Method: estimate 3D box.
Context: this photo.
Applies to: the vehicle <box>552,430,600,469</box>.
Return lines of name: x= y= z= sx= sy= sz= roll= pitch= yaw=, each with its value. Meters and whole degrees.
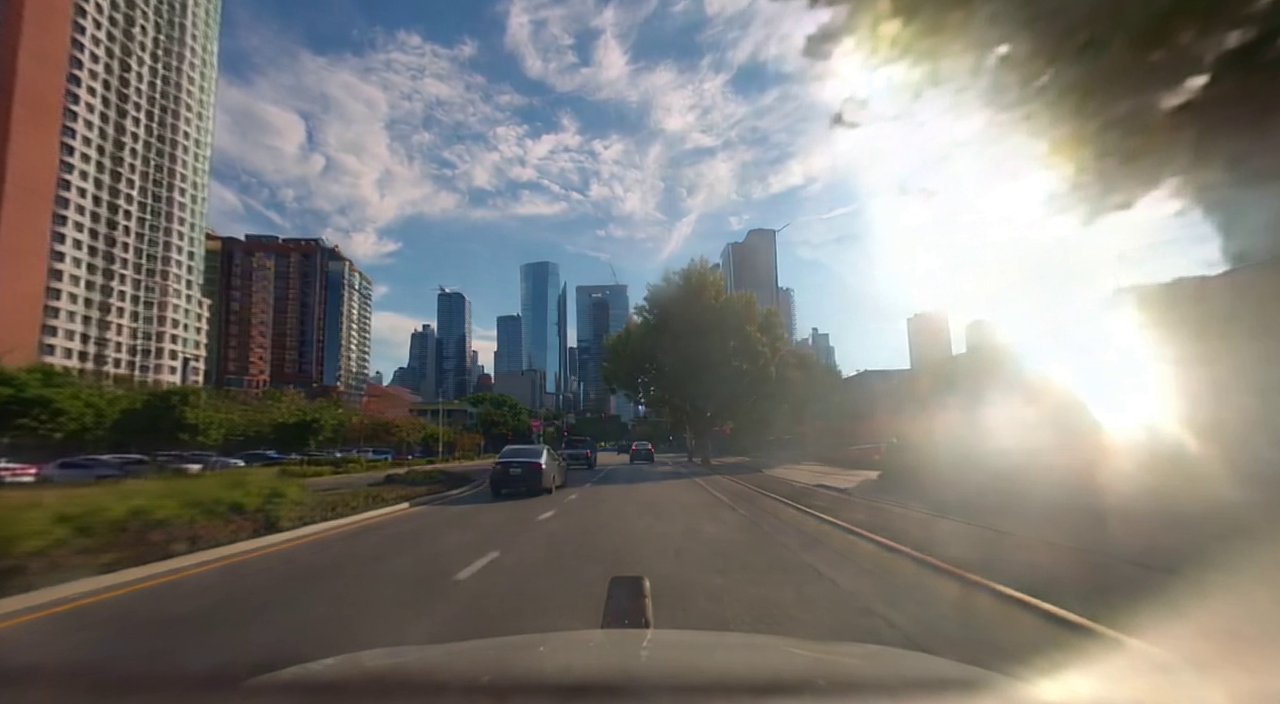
vehicle: x=-3.461 y=5.384 z=35.012 sx=2.152 sy=1.987 sz=4.527 roll=0 pitch=-8 yaw=1

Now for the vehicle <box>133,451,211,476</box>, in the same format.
vehicle: x=-36.942 y=8.761 z=49.838 sx=4.402 sy=1.868 sz=2.071 roll=0 pitch=-9 yaw=-3

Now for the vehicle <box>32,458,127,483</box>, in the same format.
vehicle: x=-36.893 y=7.764 z=41.515 sx=4.456 sy=1.533 sz=1.879 roll=0 pitch=-9 yaw=1

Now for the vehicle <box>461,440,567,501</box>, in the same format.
vehicle: x=-3.207 y=3.119 z=17.000 sx=1.959 sy=1.406 sz=4.272 roll=0 pitch=-8 yaw=0
